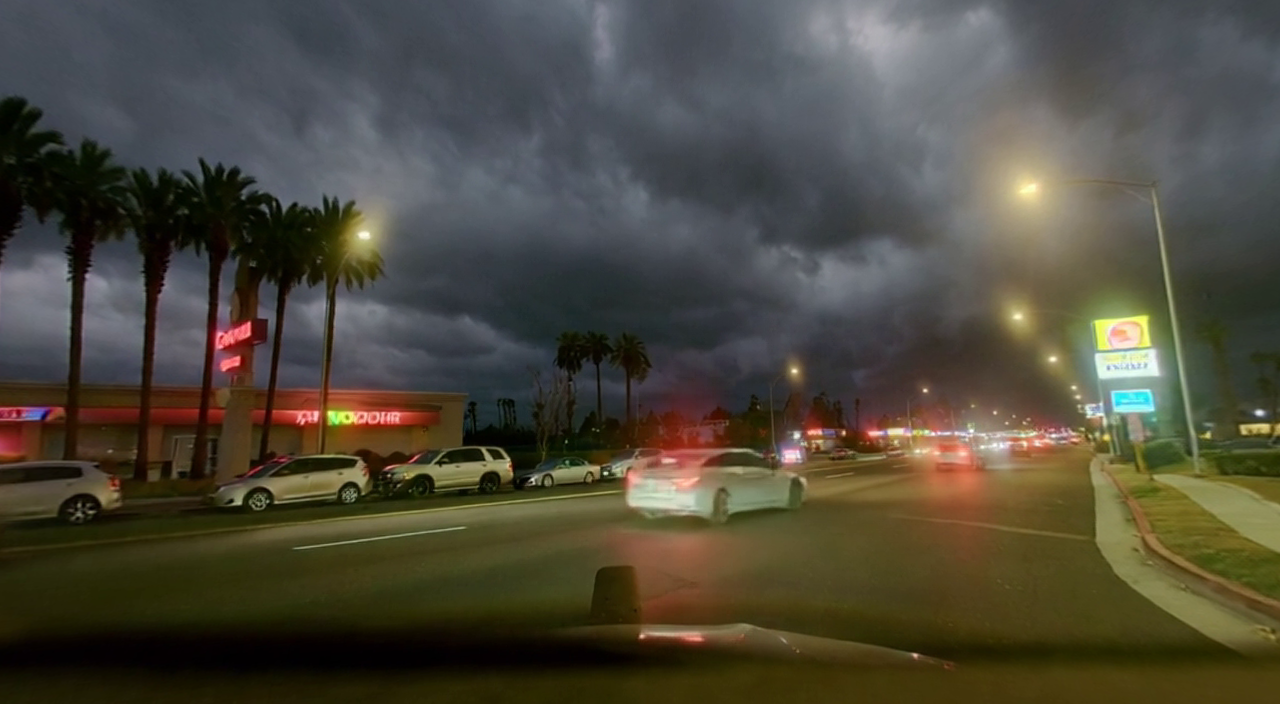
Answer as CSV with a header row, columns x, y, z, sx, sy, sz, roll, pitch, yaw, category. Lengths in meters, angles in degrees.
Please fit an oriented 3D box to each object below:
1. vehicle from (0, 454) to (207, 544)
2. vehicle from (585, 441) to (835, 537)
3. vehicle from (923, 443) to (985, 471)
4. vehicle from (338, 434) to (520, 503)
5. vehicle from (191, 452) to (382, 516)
x,y,z,sx,sy,sz,roll,pitch,yaw,category
-11.431,2.739,12.024,1.854,1.482,4.756,-6,-11,37,vehicle
1.533,2.487,12.235,4.918,1.461,2.139,8,-12,-43,vehicle
18.702,6.165,37.318,2.232,1.513,5.090,-6,-11,37,vehicle
-6.152,3.590,19.006,1.989,1.792,4.884,-9,-15,36,vehicle
-10.564,3.887,19.151,1.900,1.615,4.573,-6,-11,37,vehicle
